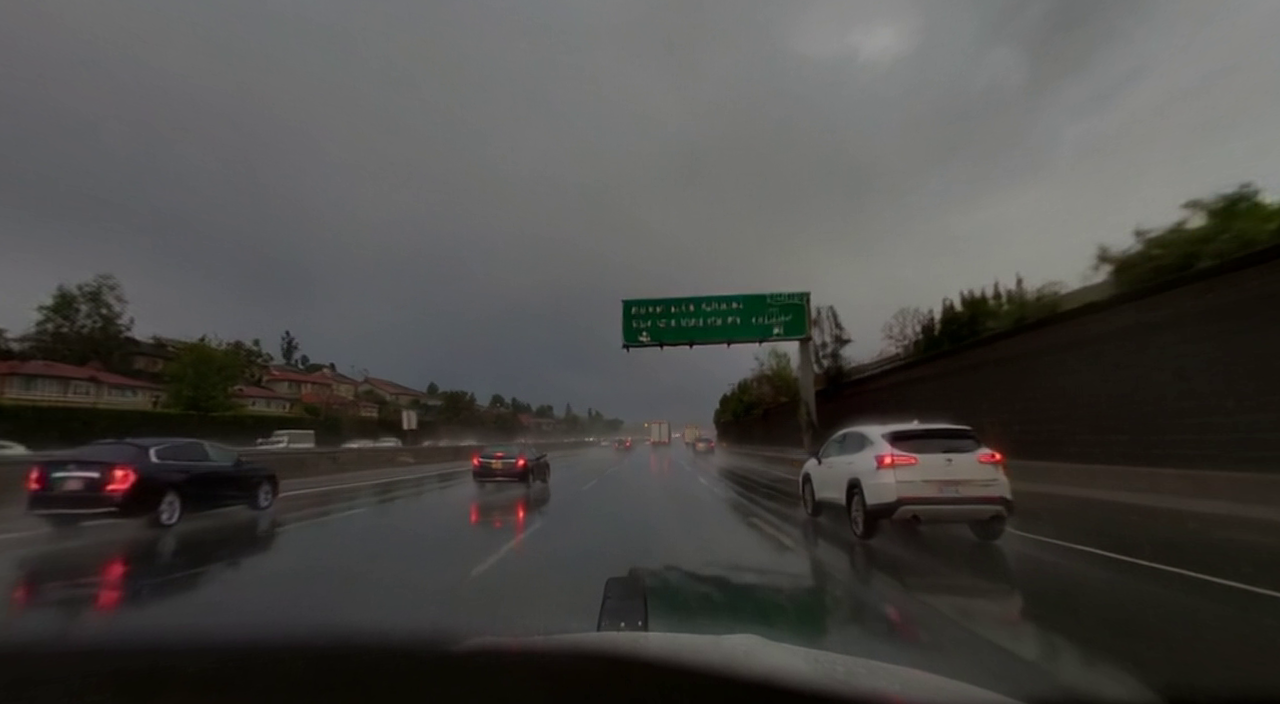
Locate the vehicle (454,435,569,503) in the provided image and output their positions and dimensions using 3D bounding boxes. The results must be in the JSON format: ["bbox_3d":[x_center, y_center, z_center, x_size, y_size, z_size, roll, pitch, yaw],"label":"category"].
[{"bbox_3d":[-3.070,2.874,15.935,1.947,1.479,4.114,0,-8,2],"label":"vehicle"}]

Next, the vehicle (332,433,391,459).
[{"bbox_3d":[-20.034,6.790,45.360,1.924,1.706,4.731,0,-8,2],"label":"vehicle"}]

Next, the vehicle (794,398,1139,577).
[{"bbox_3d":[3.723,1.645,8.459,2.108,1.709,4.703,0,-8,0],"label":"vehicle"}]

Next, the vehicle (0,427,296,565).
[{"bbox_3d":[-7.055,1.866,8.934,1.909,1.482,4.140,0,-8,1],"label":"vehicle"}]
